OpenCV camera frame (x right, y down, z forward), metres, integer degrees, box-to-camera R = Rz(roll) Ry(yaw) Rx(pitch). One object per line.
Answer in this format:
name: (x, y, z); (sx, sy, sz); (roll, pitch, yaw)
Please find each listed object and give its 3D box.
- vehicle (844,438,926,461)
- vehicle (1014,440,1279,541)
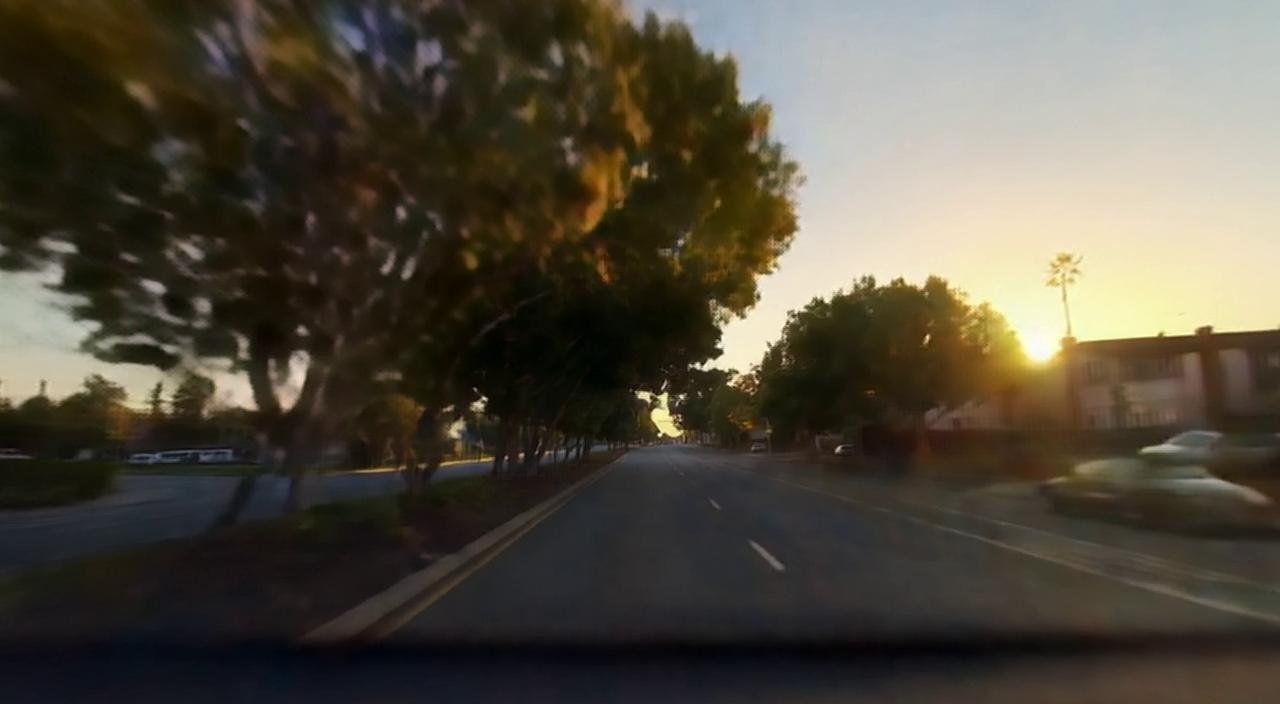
vehicle: (16.272, 6.502, 42.048); (4.592, 1.472, 2.009); (0, -9, 0)
vehicle: (9.563, 2.498, 12.110); (2.076, 1.547, 4.398); (0, -9, 0)
